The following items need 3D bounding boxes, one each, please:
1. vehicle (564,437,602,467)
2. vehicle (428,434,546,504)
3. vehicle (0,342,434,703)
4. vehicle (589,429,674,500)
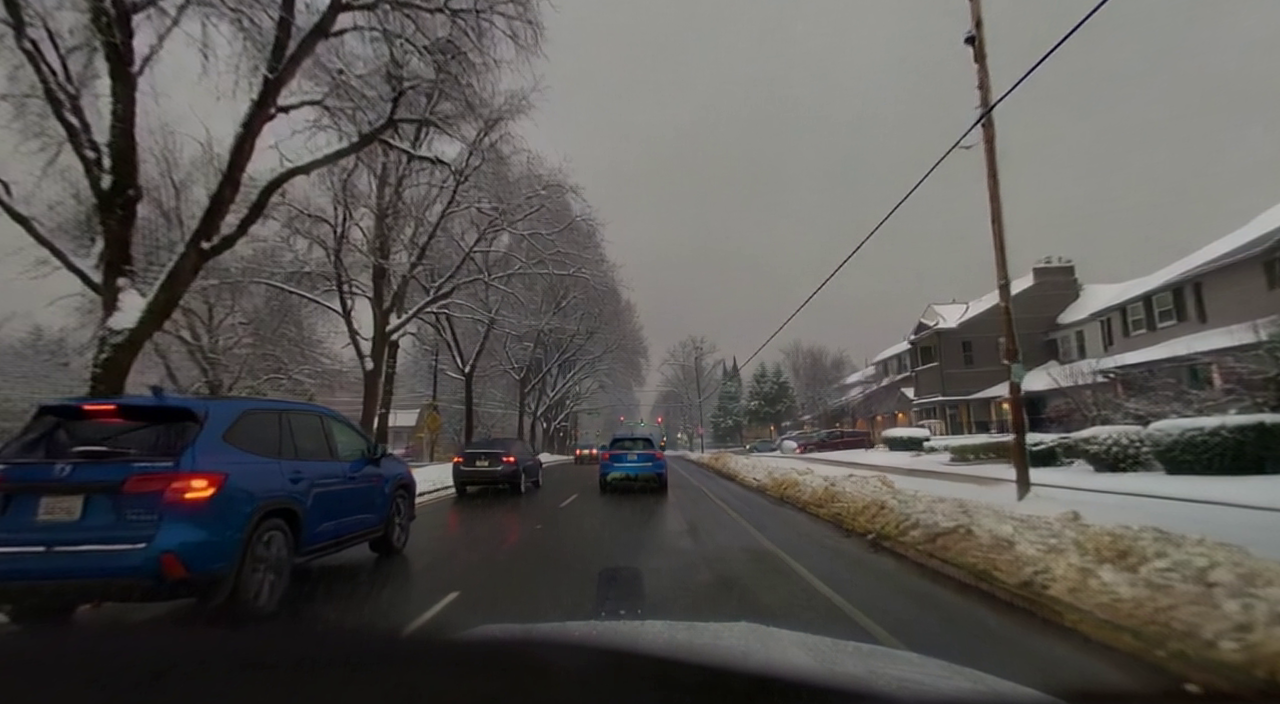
[{"bbox_3d":[-3.581,6.422,40.635,2.080,1.780,4.879,0,-8,-1],"label":"vehicle"},{"bbox_3d":[-3.766,2.941,16.328,2.066,1.565,3.905,0,-8,0],"label":"vehicle"},{"bbox_3d":[-3.700,1.245,5.752,2.161,1.919,4.798,0,-8,-2],"label":"vehicle"},{"bbox_3d":[-0.200,2.935,16.820,1.997,1.636,3.760,0,-8,0],"label":"vehicle"}]
